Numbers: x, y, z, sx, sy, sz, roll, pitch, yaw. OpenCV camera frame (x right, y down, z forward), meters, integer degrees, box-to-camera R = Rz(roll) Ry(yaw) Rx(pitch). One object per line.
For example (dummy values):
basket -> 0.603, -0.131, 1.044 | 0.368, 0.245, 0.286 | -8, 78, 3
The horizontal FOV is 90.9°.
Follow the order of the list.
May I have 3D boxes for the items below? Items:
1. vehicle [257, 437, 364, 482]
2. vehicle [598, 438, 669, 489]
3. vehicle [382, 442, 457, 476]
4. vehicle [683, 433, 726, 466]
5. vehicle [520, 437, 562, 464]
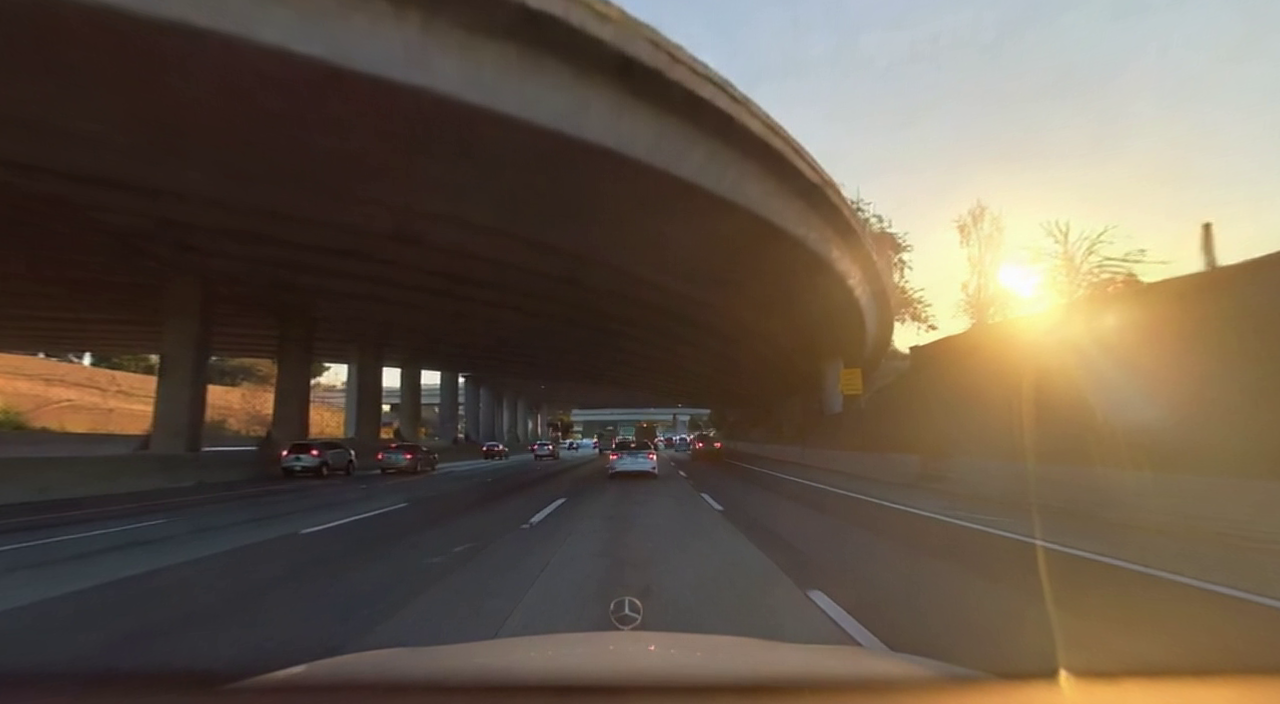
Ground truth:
vehicle -> -13.667, 4.487, 26.534 | 2.045, 1.712, 4.457 | 0, -8, 1
vehicle -> -0.146, 3.555, 20.503 | 2.042, 1.446, 4.269 | 0, -8, 1
vehicle -> -10.391, 5.058, 30.109 | 1.961, 1.510, 4.260 | 0, -8, 1
vehicle -> 3.678, 5.622, 36.581 | 2.001, 1.771, 4.250 | 0, -8, -1
vehicle -> -6.521, 6.579, 42.146 | 2.060, 1.669, 4.242 | 0, -8, 1
